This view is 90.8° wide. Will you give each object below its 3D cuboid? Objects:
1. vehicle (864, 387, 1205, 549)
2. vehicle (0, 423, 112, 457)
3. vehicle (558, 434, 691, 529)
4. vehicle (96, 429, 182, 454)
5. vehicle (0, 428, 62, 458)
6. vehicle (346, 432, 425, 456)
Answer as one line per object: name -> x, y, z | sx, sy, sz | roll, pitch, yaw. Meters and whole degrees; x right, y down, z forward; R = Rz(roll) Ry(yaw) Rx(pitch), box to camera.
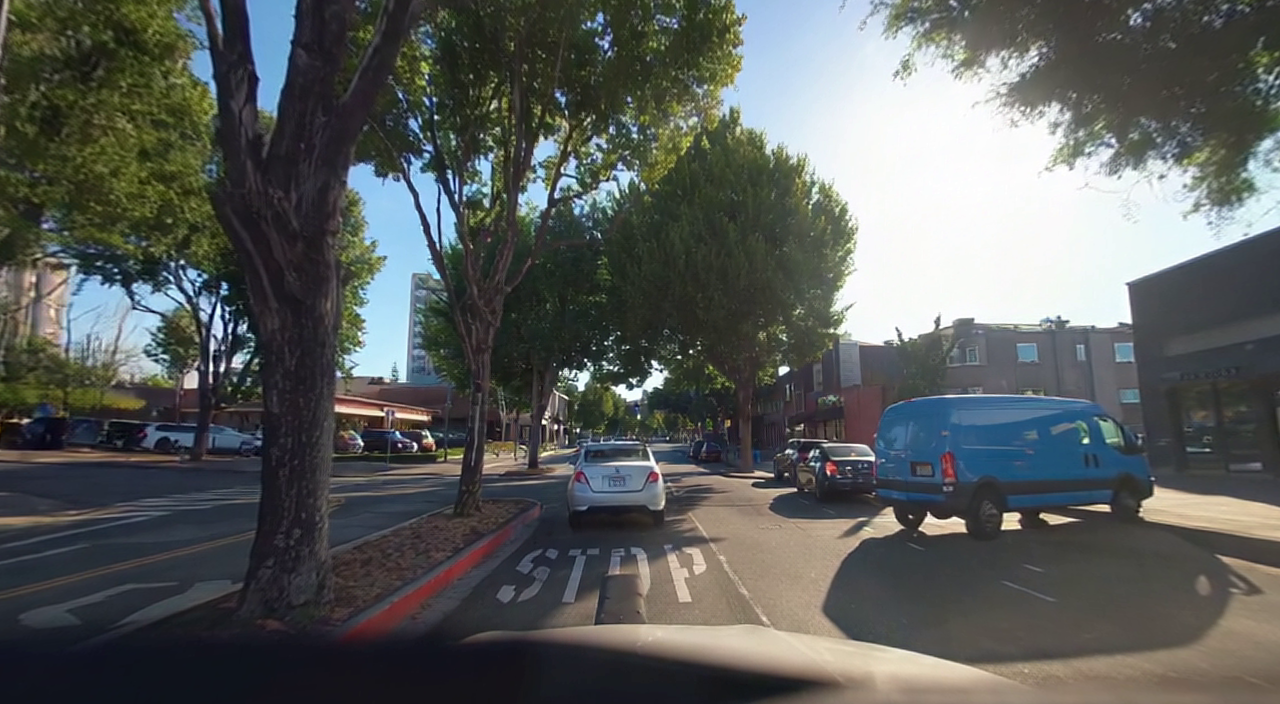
vehicle -> 6.650, 1.859, 10.620 | 5.385, 2.146, 2.143 | 4, -9, -25
vehicle -> -31.835, 4.785, 34.275 | 4.438, 1.814, 2.044 | 0, -9, -1
vehicle -> -0.371, 2.361, 12.159 | 2.065, 1.450, 4.522 | 1, -8, -3
vehicle -> -31.791, 5.696, 40.158 | 3.915, 1.574, 1.850 | 0, -9, 3
vehicle -> -31.827, 4.535, 31.411 | 4.168, 1.458, 1.904 | 0, -9, -2
vehicle -> -18.409, 6.647, 45.820 | 4.892, 1.679, 1.927 | 1, -9, -7
